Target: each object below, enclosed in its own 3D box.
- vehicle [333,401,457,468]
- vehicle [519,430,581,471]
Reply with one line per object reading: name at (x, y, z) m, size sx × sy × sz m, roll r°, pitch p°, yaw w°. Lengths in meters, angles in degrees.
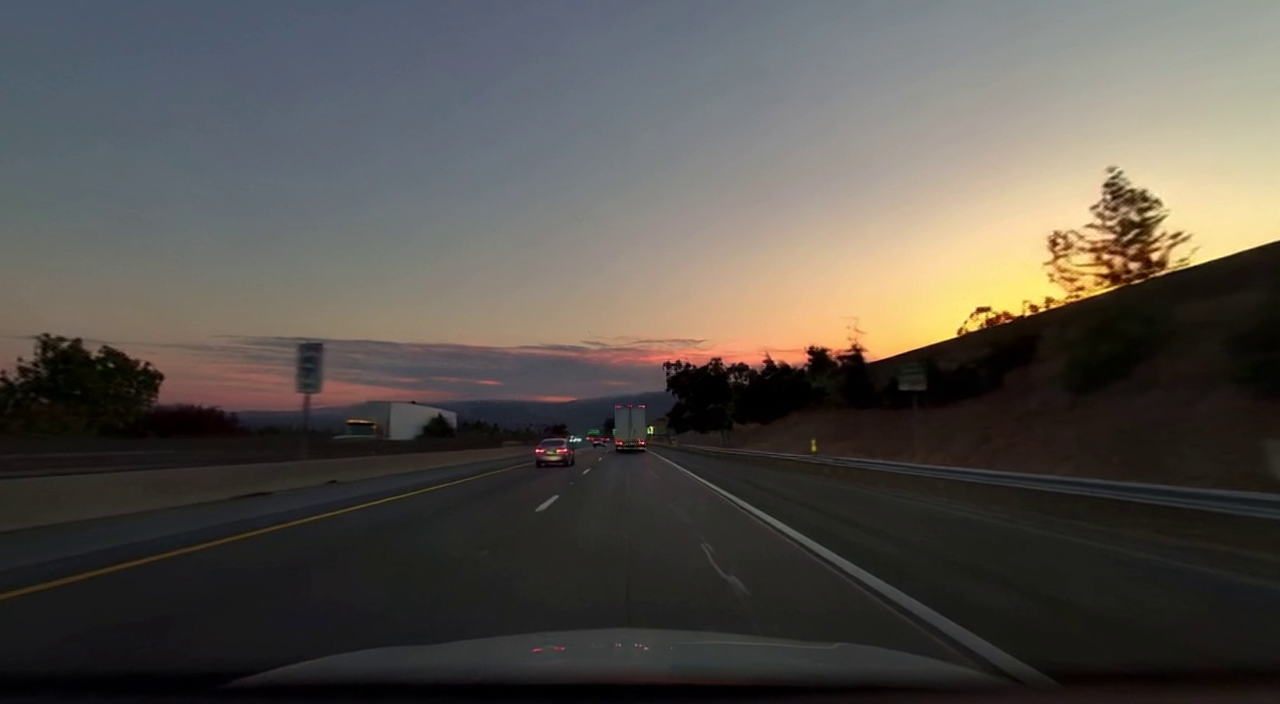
vehicle at (-17.067, 6.051, 46.083) m, size 2.886 × 3.939 × 16.802 m, roll 0°, pitch -8°, yaw -2°
vehicle at (-3.916, 4.367, 28.314) m, size 2.123 × 1.655 × 4.688 m, roll 0°, pitch -8°, yaw -1°
